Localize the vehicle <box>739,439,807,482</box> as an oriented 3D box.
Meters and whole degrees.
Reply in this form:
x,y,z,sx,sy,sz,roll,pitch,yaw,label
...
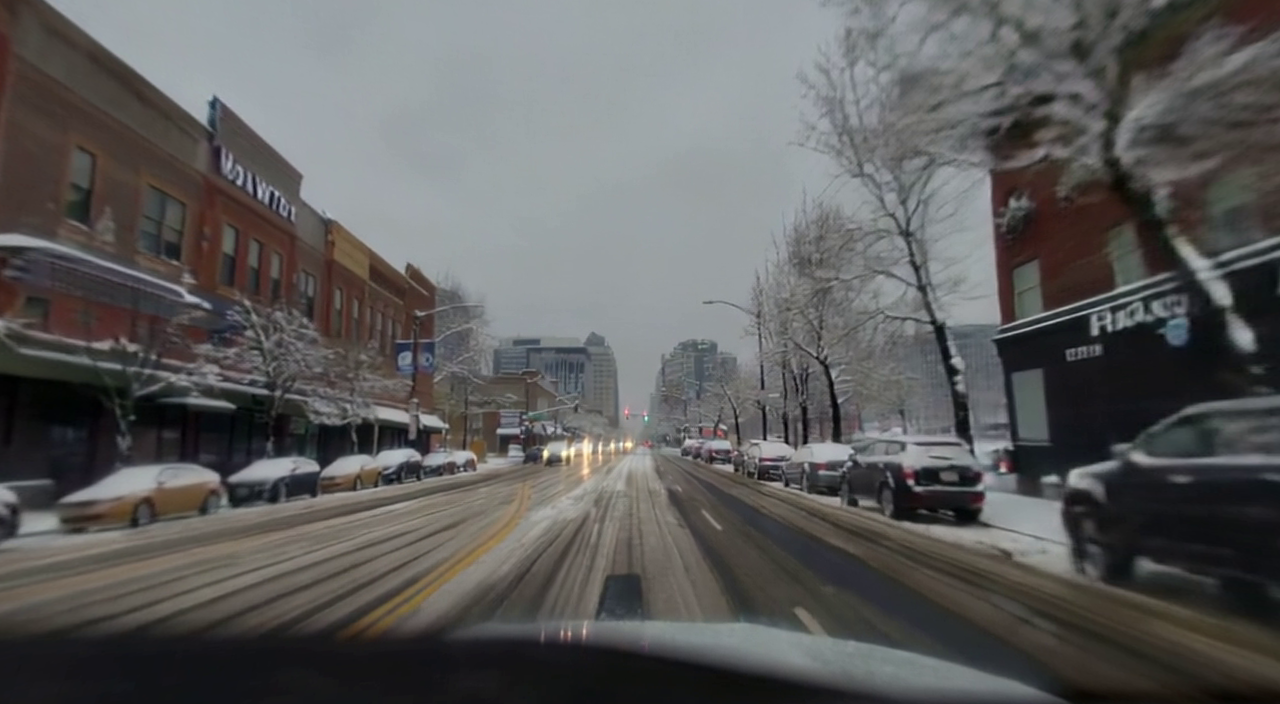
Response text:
x,y,z,sx,sy,sz,roll,pitch,yaw,label
5.541,4.575,26.924,1.899,1.642,4.463,0,-8,0,vehicle

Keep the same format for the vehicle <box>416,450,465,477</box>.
x,y,z,sx,sy,sz,roll,pitch,yaw,label
-12.445,6.956,39.565,1.774,1.570,3.900,0,-8,0,vehicle

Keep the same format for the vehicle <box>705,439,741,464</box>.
x,y,z,sx,sy,sz,roll,pitch,yaw,label
6.036,7.282,46.342,2.047,1.720,4.353,0,-8,0,vehicle

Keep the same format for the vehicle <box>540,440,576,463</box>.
x,y,z,sx,sy,sz,roll,pitch,yaw,label
-6.368,7.788,49.541,2.095,1.759,4.413,0,-8,1,vehicle

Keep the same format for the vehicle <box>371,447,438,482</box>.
x,y,z,sx,sy,sz,roll,pitch,yaw,label
-12.027,5.747,32.550,1.834,1.643,4.110,0,-8,1,vehicle

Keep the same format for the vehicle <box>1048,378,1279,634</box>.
x,y,z,sx,sy,sz,roll,pitch,yaw,label
5.899,1.218,5.244,2.010,1.943,4.319,-2,-9,-1,vehicle

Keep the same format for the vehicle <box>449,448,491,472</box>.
x,y,z,sx,sy,sz,roll,pitch,yaw,label
-12.117,7.687,45.222,1.894,1.654,3.944,0,-8,0,vehicle

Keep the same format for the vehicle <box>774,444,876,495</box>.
x,y,z,sx,sy,sz,roll,pitch,yaw,label
5.823,3.722,20.477,1.787,1.463,4.506,0,-8,-2,vehicle

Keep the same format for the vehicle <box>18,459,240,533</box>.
x,y,z,sx,sy,sz,roll,pitch,yaw,label
-12.620,3.543,16.119,1.927,1.489,4.572,0,-8,-2,vehicle

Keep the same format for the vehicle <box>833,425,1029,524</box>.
x,y,z,sx,sy,sz,roll,pitch,yaw,label
6.012,2.569,13.836,1.991,1.771,4.604,0,-8,-1,vehicle

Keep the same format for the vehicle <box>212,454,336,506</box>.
x,y,z,sx,sy,sz,roll,pitch,yaw,label
-12.503,4.365,21.943,1.800,1.532,4.110,0,-8,0,vehicle

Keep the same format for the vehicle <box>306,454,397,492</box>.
x,y,z,sx,sy,sz,roll,pitch,yaw,label
-12.525,5.261,27.792,1.868,1.418,4.415,-2,-9,1,vehicle
